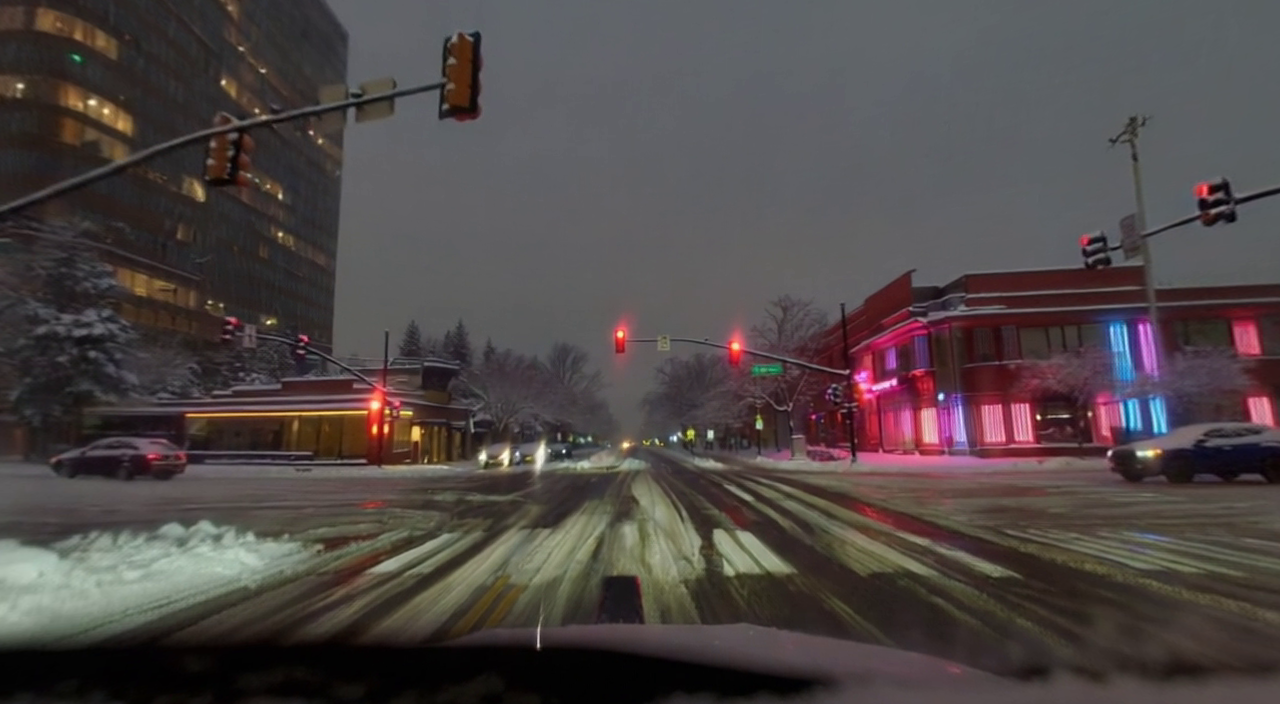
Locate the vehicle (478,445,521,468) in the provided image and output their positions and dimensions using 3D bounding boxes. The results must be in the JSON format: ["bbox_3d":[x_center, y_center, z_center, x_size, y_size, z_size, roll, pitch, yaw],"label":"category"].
[{"bbox_3d":[-9.882,7.409,44.860,2.106,1.505,4.228,0,-9,-1],"label":"vehicle"}]

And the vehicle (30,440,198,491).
[{"bbox_3d":[-21.158,4.532,25.517,5.161,1.910,2.275,-2,-9,11],"label":"vehicle"}]

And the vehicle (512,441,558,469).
[{"bbox_3d":[-6.813,6.739,41.513,2.181,1.703,4.512,-1,-9,1],"label":"vehicle"}]

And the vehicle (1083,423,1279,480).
[{"bbox_3d":[15.405,2.753,17.518,4.651,1.463,1.880,-2,-9,9],"label":"vehicle"}]
